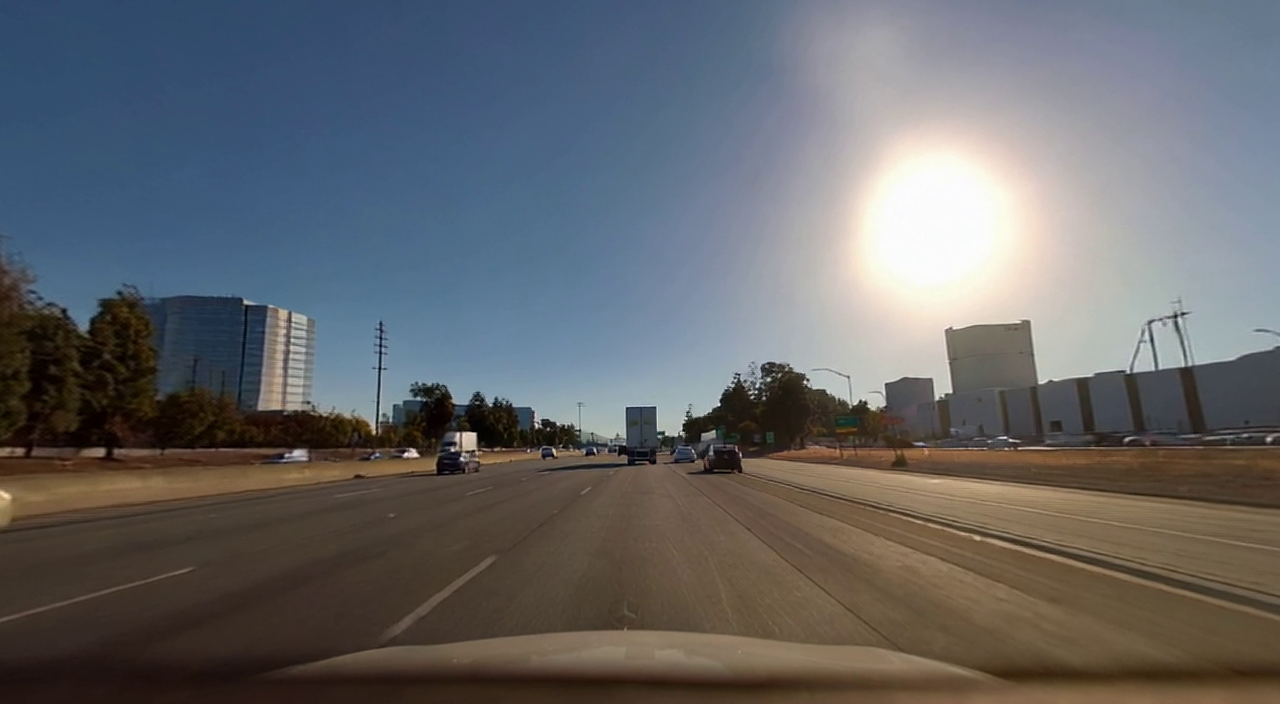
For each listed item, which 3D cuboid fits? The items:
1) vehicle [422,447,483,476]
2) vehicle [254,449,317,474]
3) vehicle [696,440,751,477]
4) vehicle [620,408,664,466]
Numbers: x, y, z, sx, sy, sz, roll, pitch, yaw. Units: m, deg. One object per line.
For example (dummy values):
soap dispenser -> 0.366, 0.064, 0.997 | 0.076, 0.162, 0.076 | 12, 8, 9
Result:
vehicle -> -10.592, 6.208, 35.906 | 2.015, 1.521, 4.550 | 0, -9, 0
vehicle -> -27.420, 8.457, 48.958 | 2.131, 1.760, 4.698 | 0, -8, 0
vehicle -> 4.082, 5.288, 31.571 | 2.107, 1.707, 4.445 | 0, -9, 0
vehicle -> 0.330, 6.603, 48.460 | 3.012, 3.928, 10.262 | 0, -9, 2
